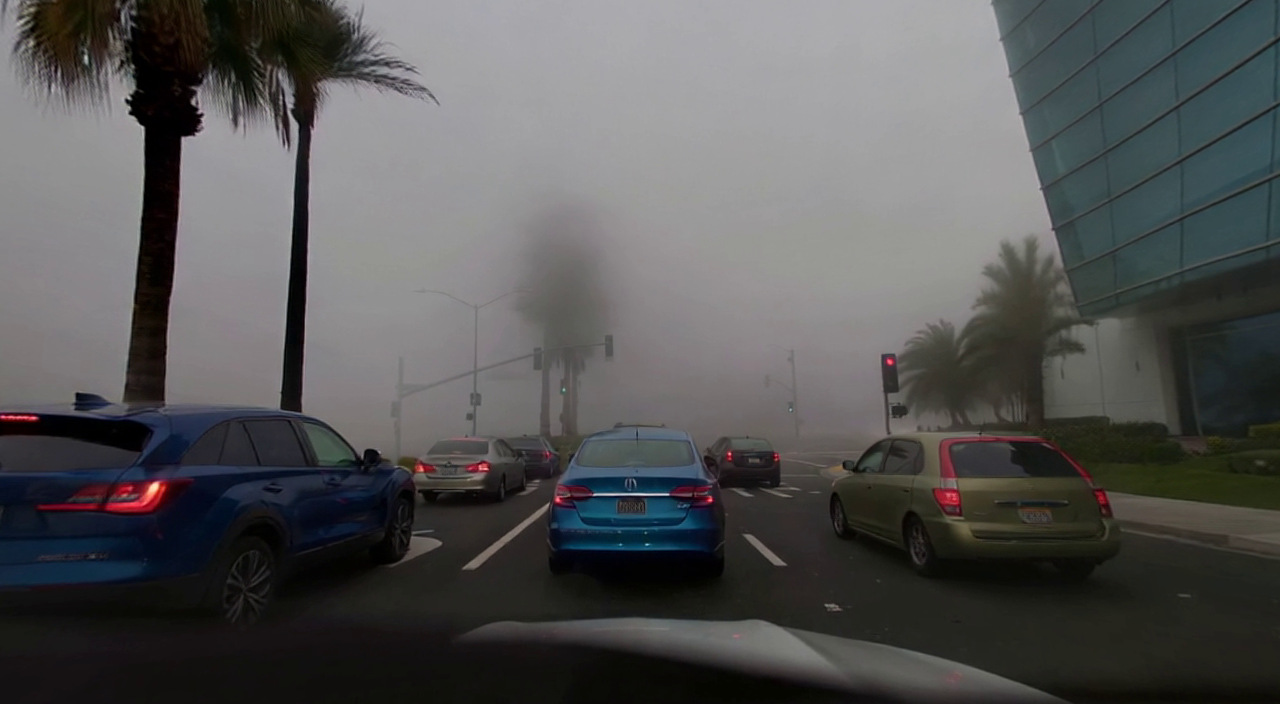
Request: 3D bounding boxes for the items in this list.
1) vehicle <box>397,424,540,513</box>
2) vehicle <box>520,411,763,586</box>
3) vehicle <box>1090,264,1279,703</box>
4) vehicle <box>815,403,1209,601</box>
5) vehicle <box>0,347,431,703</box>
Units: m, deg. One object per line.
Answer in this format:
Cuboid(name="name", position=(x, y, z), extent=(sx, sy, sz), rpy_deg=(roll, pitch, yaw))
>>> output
Cuboid(name="vehicle", position=(-3.460, 2.422, 13.523), extent=(1.917, 1.631, 3.768), rpy_deg=(0, -8, 1))
Cuboid(name="vehicle", position=(-0.037, 1.668, 8.004), extent=(2.219, 1.586, 4.321), rpy_deg=(0, -8, -1))
Cuboid(name="vehicle", position=(2.983, 0.436, 0.305), extent=(2.117, 1.879, 4.715), rpy_deg=(0, -8, 2))
Cuboid(name="vehicle", position=(3.842, 1.626, 7.727), extent=(2.064, 1.696, 4.431), rpy_deg=(0, -8, -1))
Cuboid(name="vehicle", position=(-3.541, 1.175, 5.396), extent=(2.014, 1.775, 4.404), rpy_deg=(0, -8, -1))
